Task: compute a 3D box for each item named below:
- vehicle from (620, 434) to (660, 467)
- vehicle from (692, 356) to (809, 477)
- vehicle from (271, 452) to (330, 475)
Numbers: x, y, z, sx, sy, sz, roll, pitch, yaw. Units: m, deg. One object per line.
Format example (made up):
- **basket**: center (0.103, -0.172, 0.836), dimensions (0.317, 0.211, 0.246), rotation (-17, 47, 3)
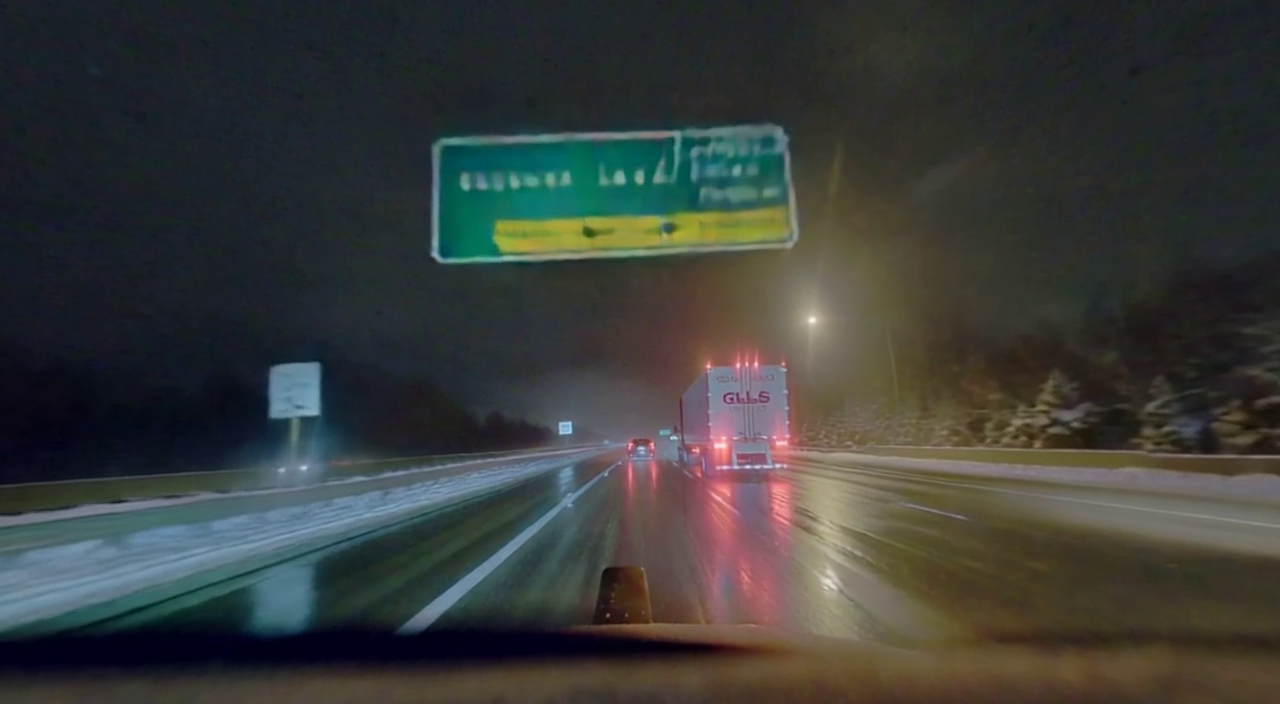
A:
- **vehicle**: center (0.001, 5.321, 34.195), dimensions (2.050, 1.654, 4.192), rotation (0, -8, 0)
- **vehicle**: center (4.112, 2.891, 26.281), dimensions (3.014, 4.068, 10.359), rotation (0, -8, 0)
- **vehicle**: center (-25.847, 8.487, 48.149), dimensions (1.906, 1.611, 4.648), rotation (0, -8, 0)
